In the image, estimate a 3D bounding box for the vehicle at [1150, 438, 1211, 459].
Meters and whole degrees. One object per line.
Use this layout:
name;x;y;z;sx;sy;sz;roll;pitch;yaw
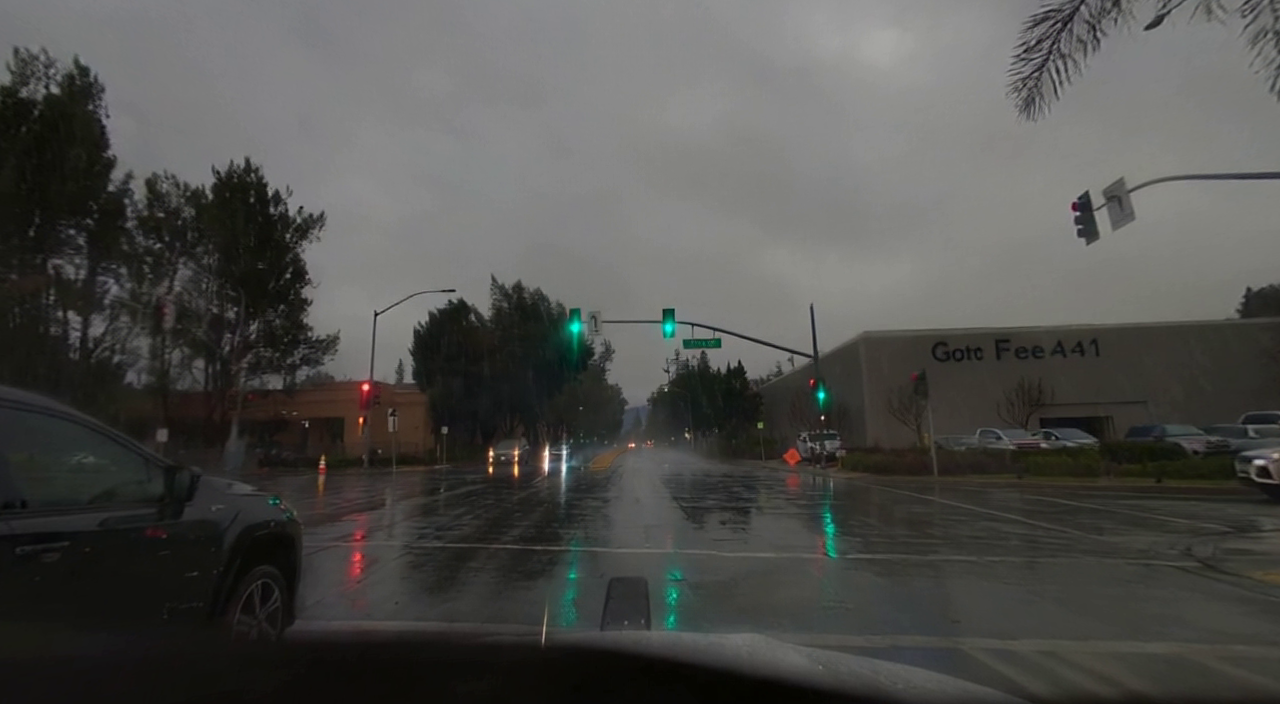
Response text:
vehicle;41.128;7.423;48.092;1.767;1.456;4.191;-5;-10;15

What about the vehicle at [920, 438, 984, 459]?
vehicle;21.471;6.638;43.393;3.576;1.425;1.702;2;-8;-12

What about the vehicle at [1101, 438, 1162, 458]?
vehicle;38.481;7.538;49.511;1.837;1.514;4.786;-2;-9;13

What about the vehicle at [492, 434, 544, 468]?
vehicle;-7.165;5.860;37.461;2.081;1.818;4.782;0;-8;1

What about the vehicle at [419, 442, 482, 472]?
vehicle;-10.638;5.918;35.719;2.041;1.548;4.868;0;-8;0

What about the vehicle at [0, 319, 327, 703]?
vehicle;-3.481;0.815;2.701;2.000;1.789;4.638;0;-8;-2
